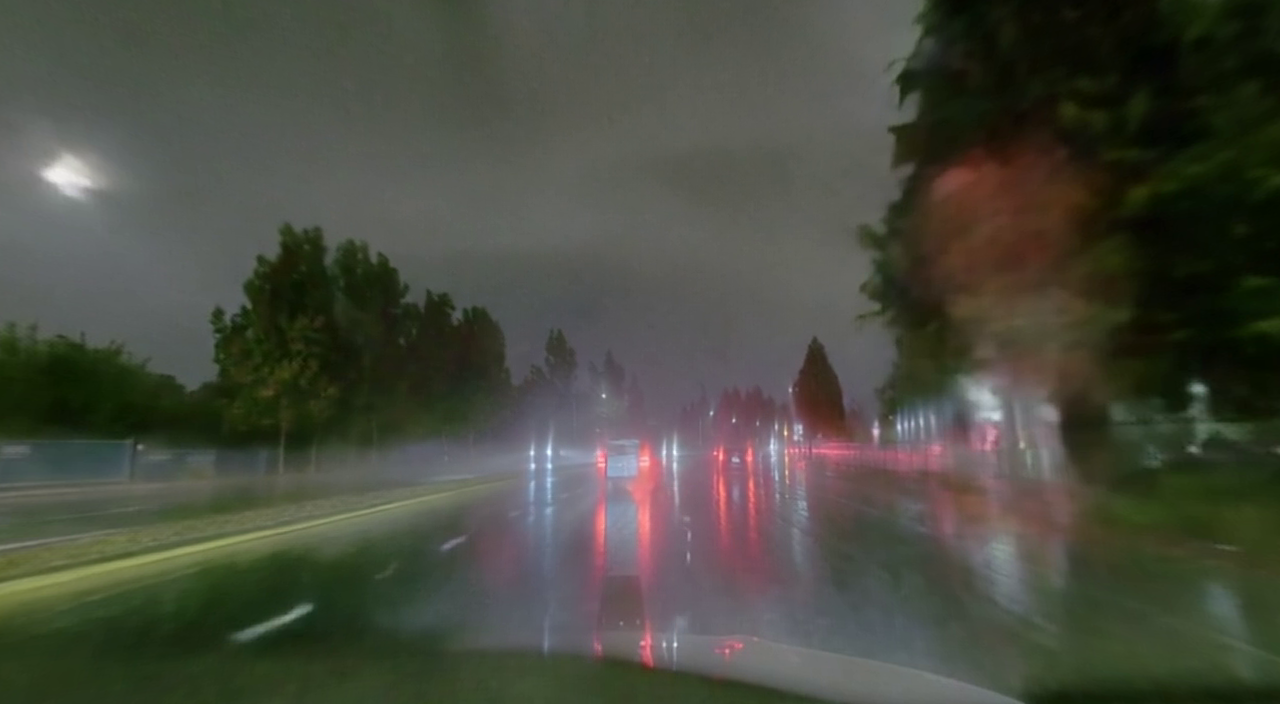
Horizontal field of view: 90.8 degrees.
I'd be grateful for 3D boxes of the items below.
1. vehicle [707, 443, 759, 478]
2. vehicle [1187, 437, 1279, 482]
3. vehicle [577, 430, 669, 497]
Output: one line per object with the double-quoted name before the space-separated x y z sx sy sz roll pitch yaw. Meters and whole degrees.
"vehicle" 4.112 4.850 28.486 2.147 1.474 4.083 -1 -9 6
"vehicle" 21.415 3.810 22.701 4.404 1.469 1.947 7 -11 -42
"vehicle" -0.340 3.206 18.496 2.105 1.676 4.541 -1 -9 6
